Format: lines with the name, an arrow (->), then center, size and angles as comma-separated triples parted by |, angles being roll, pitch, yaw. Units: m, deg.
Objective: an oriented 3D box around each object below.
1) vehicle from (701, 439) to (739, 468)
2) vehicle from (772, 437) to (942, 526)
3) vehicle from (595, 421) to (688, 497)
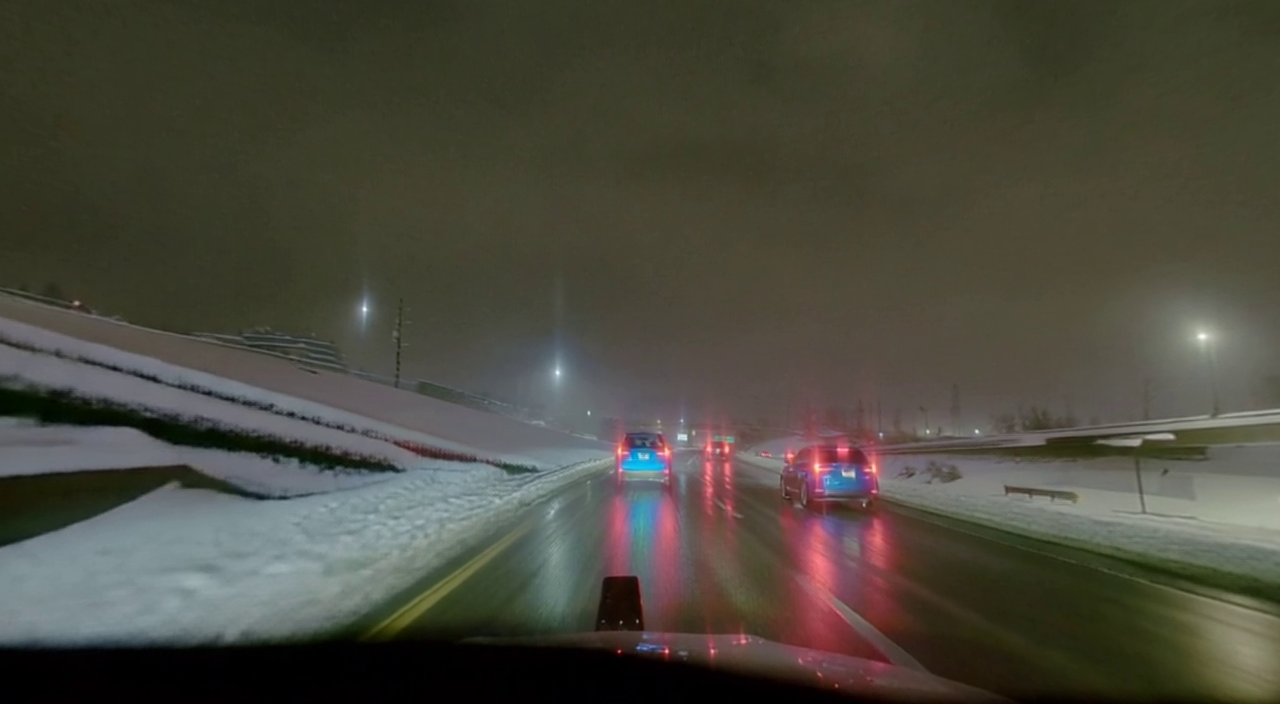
vehicle -> 5.024, 6.412, 40.014 | 2.047, 1.700, 4.069 | 0, -9, 3
vehicle -> 4.120, 2.510, 12.787 | 2.047, 1.500, 4.017 | 0, -9, 0
vehicle -> 0.092, 2.944, 17.645 | 2.264, 1.841, 4.583 | 0, -9, 1
